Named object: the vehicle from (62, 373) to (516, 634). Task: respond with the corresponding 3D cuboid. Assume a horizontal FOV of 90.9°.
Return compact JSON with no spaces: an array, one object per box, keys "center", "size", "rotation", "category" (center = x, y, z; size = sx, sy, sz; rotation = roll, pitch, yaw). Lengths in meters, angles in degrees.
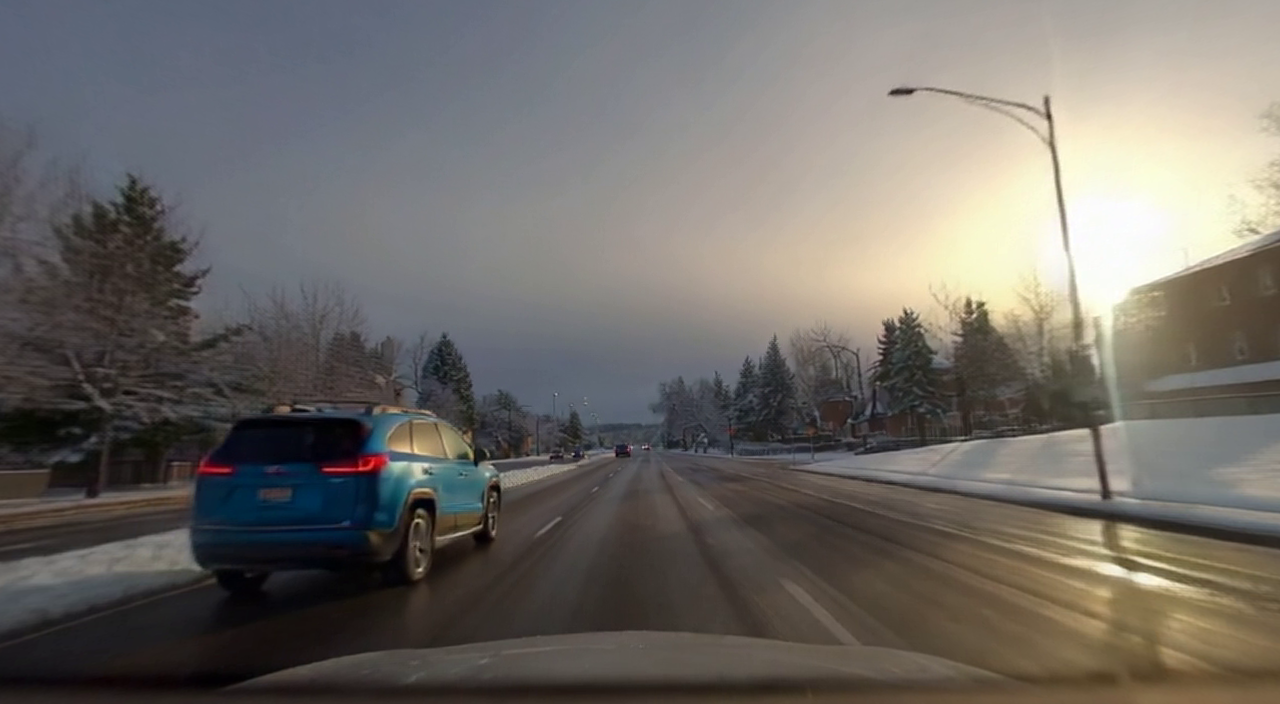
[{"center":[-2.984,1.427,6.957],"size":[2.179,1.851,4.756],"rotation":[0,-8,1],"category":"vehicle"}]
